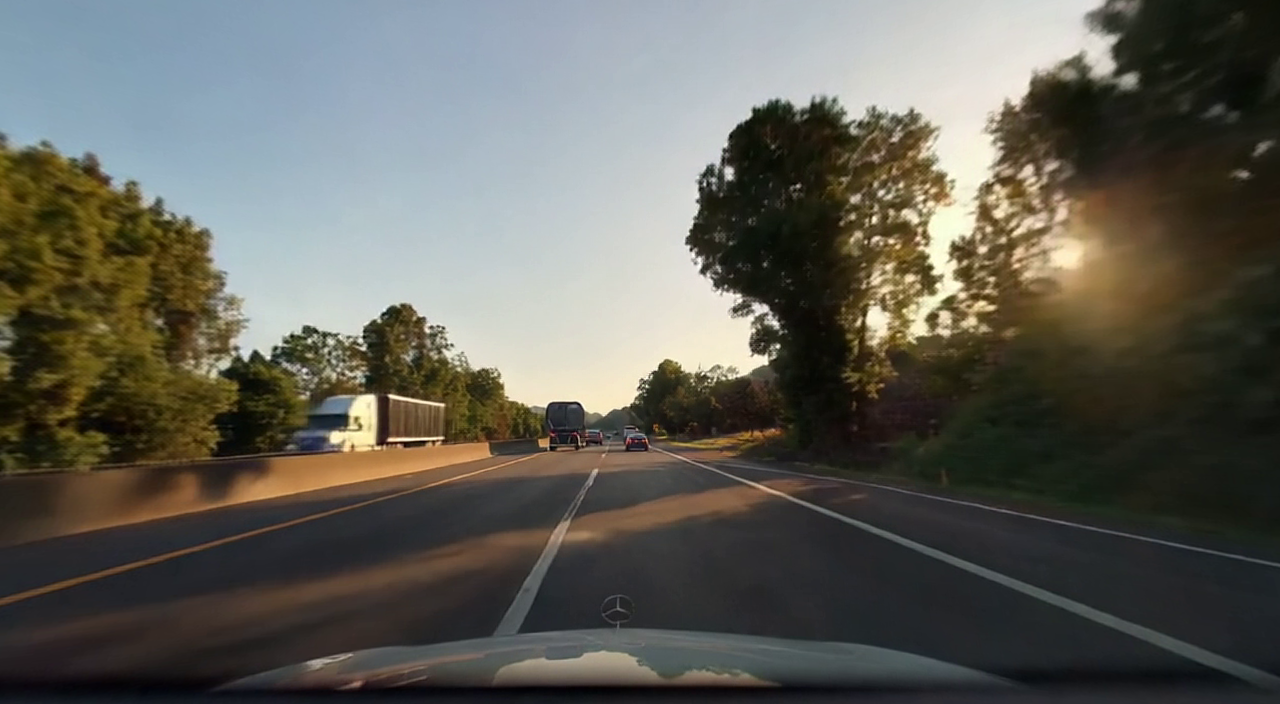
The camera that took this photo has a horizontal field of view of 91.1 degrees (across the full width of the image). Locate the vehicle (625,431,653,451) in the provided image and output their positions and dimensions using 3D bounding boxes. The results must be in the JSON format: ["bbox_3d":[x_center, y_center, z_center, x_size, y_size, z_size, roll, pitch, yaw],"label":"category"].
[{"bbox_3d":[-0.102,6.959,49.053,1.988,1.472,3.716,0,-8,-3],"label":"vehicle"}]

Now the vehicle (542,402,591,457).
[{"bbox_3d":[-4.397,4.818,38.816,2.450,3.098,6.965,0,-8,-2],"label":"vehicle"}]

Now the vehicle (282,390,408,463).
[{"bbox_3d":[-17.332,4.580,38.091,2.992,3.780,10.447,0,-8,-3],"label":"vehicle"}]
